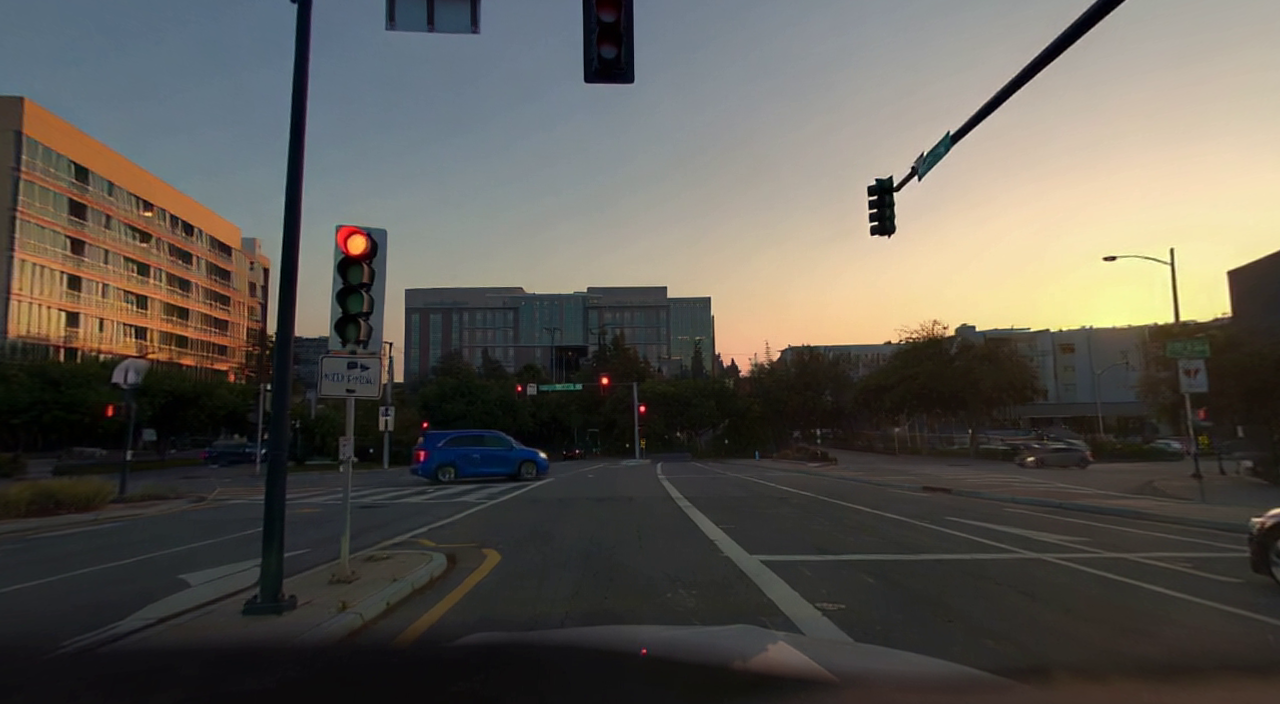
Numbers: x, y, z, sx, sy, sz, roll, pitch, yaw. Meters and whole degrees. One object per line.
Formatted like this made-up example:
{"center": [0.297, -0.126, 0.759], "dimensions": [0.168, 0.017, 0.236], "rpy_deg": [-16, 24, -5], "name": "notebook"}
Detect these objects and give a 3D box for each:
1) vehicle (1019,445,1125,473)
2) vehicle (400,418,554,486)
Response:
{"center": [25.286, 6.270, 36.801], "dimensions": [4.736, 1.542, 1.966], "rpy_deg": [0, -9, -2], "name": "vehicle"}
{"center": [-8.247, 5.077, 32.105], "dimensions": [7.088, 3.096, 2.678], "rpy_deg": [5, -10, -31], "name": "vehicle"}
